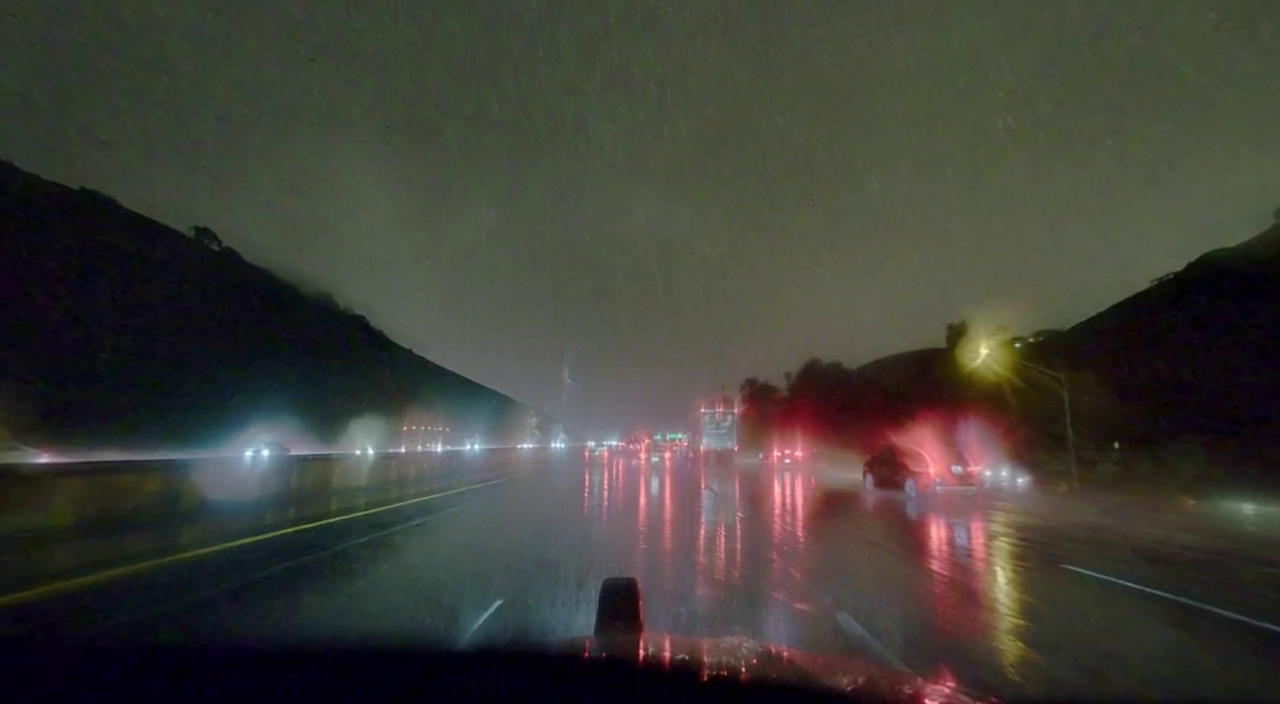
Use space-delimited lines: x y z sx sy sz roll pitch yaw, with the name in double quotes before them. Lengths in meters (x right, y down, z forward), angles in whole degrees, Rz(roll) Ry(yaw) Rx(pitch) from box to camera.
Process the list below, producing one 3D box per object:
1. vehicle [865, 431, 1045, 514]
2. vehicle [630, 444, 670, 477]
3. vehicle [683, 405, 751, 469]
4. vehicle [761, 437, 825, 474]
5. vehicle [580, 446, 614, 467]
"vehicle" 7.262 2.811 15.172 2.044 1.676 4.421 0 -9 0
"vehicle" 0.464 5.383 31.476 1.866 1.492 3.932 0 -9 0
"vehicle" 4.717 5.613 41.071 3.130 3.607 11.129 0 -9 0
"vehicle" 7.965 5.428 33.259 2.143 1.775 4.729 0 -9 0
"vehicle" -3.127 7.702 46.570 2.132 1.506 4.256 0 -9 0
